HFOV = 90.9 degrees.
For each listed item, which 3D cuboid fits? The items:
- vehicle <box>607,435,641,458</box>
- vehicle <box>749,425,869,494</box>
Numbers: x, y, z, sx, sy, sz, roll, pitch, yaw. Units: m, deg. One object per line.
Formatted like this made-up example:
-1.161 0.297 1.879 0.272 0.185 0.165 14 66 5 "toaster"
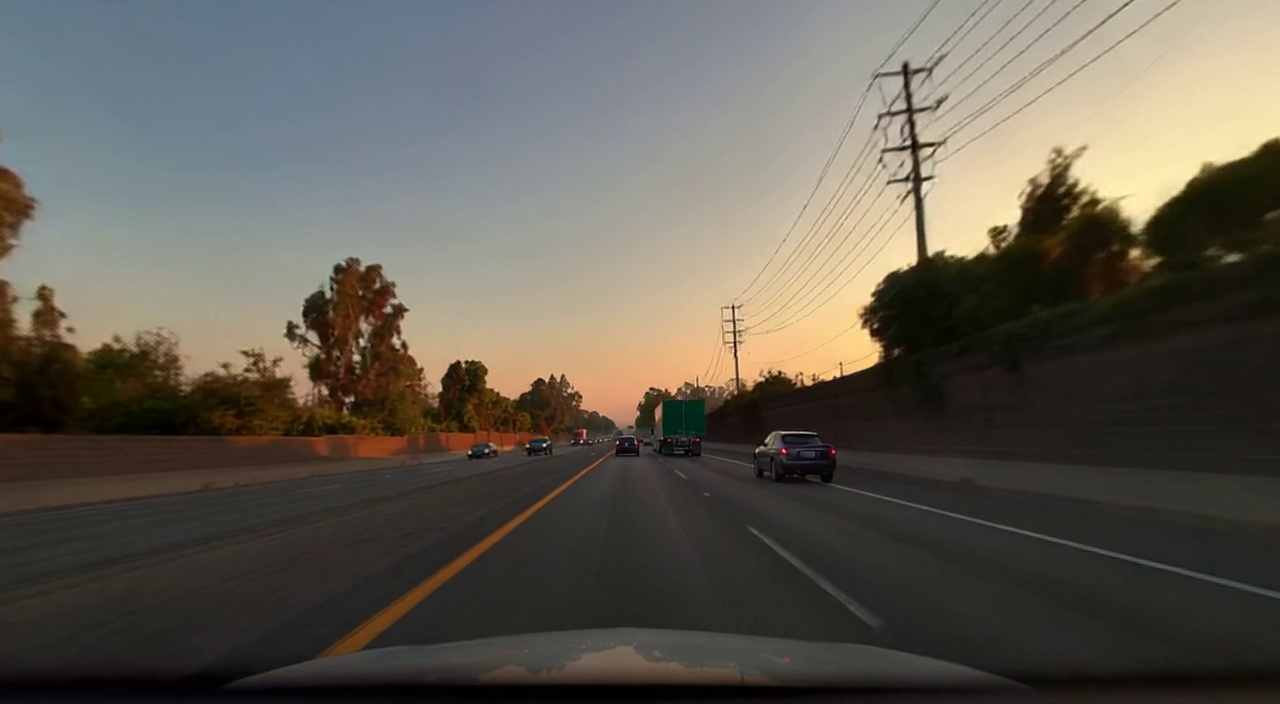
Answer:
-1.037 6.276 42.203 2.163 1.466 3.693 0 -7 -1 "vehicle"
4.231 2.726 16.474 1.930 1.573 3.853 0 -7 -2 "vehicle"
